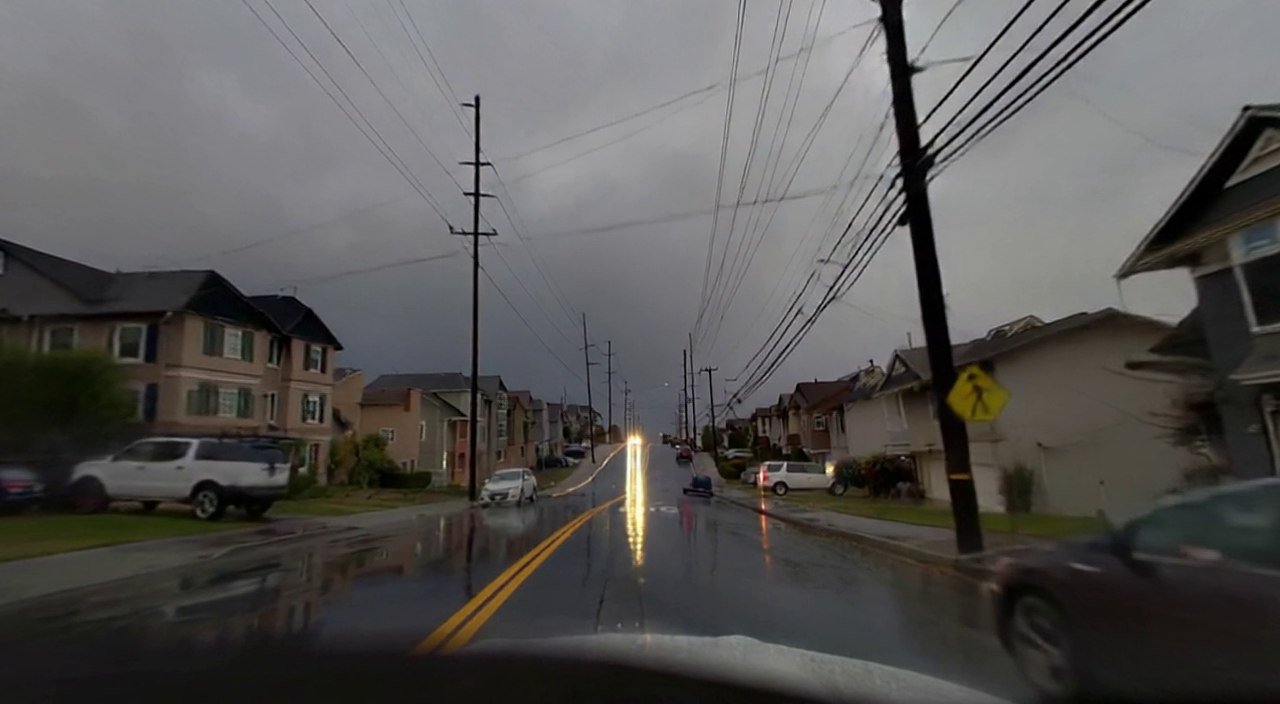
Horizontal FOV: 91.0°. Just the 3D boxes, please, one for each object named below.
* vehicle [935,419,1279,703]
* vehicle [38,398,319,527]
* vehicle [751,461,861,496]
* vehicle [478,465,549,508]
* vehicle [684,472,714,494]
[{"bbox_3d":[3.162,1.023,2.286,1.945,1.500,4.363,1,-10,-2],"label":"vehicle"},{"bbox_3d":[-12.305,3.102,17.254,5.503,2.906,2.584,-4,-15,1],"label":"vehicle"},{"bbox_3d":[9.100,6.982,34.849,5.512,1.846,2.115,0,-9,2],"label":"vehicle"},{"bbox_3d":[-5.830,6.330,29.629,2.156,1.764,4.410,-3,-12,4],"label":"vehicle"},{"bbox_3d":[4.365,9.892,47.268,2.063,1.503,4.415,-1,-13,4],"label":"vehicle"}]
